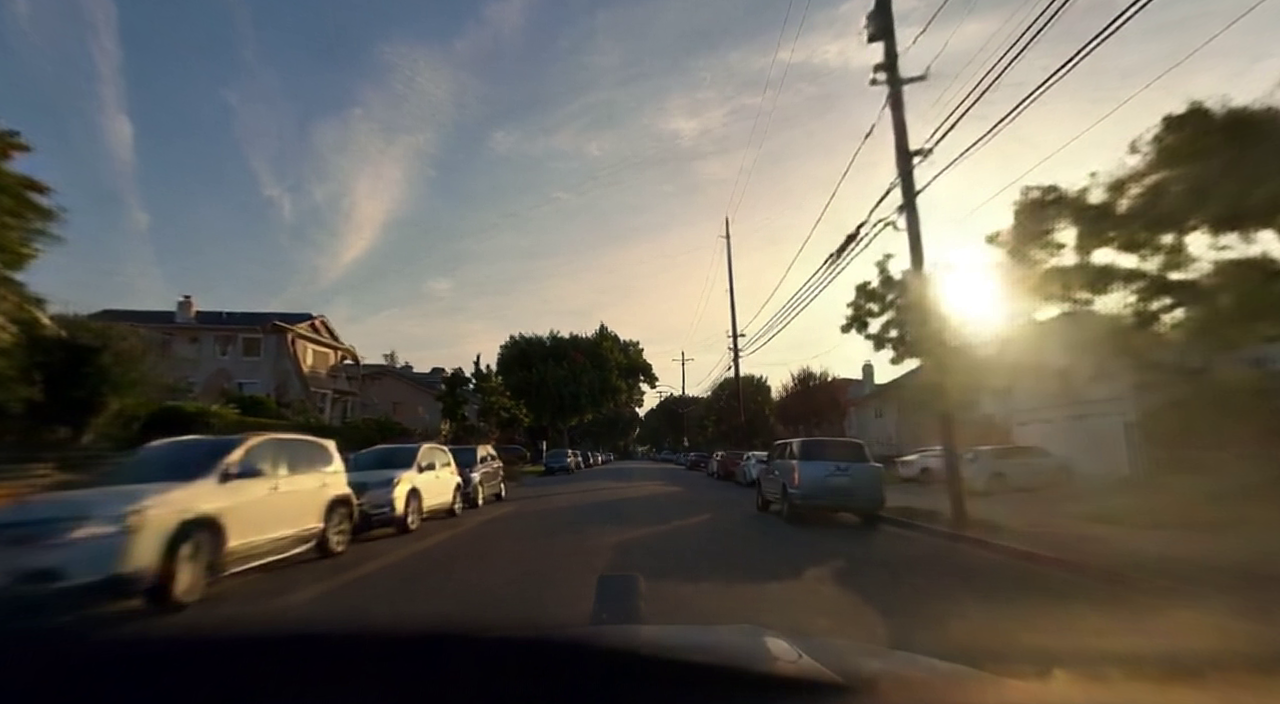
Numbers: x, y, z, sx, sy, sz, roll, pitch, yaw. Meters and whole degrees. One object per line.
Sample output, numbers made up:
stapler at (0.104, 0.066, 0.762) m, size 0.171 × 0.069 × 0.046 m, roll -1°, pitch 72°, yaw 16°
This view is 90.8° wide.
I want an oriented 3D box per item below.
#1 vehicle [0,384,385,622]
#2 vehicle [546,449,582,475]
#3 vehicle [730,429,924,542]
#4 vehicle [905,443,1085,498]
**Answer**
vehicle at (-4.812, 1.515, 7.109) m, size 2.035 × 1.822 × 4.348 m, roll 0°, pitch -10°, yaw 0°
vehicle at (-4.927, 7.165, 41.263) m, size 1.983 × 1.579 × 3.879 m, roll 1°, pitch -9°, yaw -2°
vehicle at (3.718, 2.767, 14.069) m, size 2.415 × 1.963 × 5.688 m, roll 0°, pitch -8°, yaw -2°
vehicle at (10.540, 3.534, 18.992) m, size 4.244 × 1.479 × 1.969 m, roll 1°, pitch -9°, yaw -2°
